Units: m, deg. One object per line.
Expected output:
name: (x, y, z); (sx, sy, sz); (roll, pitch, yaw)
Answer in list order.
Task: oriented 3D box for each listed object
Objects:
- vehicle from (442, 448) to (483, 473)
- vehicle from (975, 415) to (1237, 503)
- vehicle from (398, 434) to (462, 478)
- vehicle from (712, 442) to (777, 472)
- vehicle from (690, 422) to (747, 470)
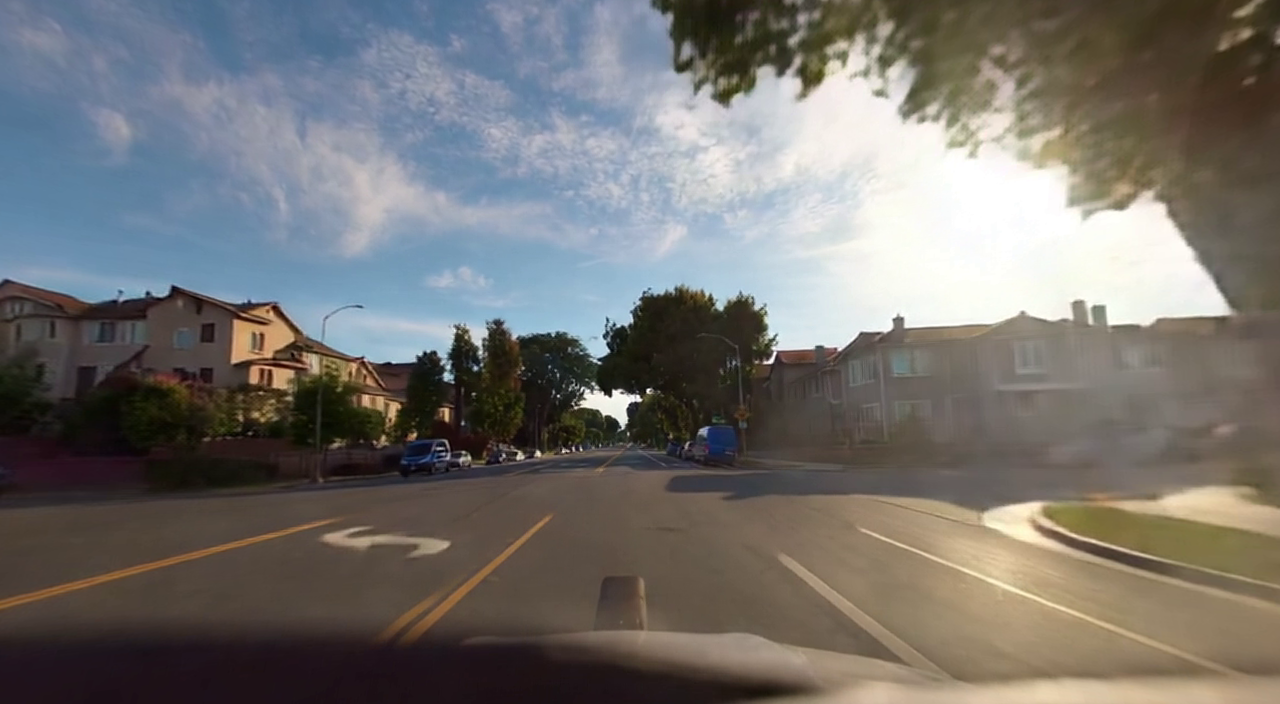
vehicle: (-12.644, 7.704, 45.213); (1.892, 1.472, 4.523); (-2, -7, -3)
vehicle: (12.067, 2.710, 16.491); (5.666, 1.871, 2.216); (0, -8, -14)
vehicle: (-12.835, 6.339, 39.009); (2.164, 2.386, 5.460); (-2, -7, -1)
vehicle: (5.409, 5.470, 33.179); (1.848, 1.468, 4.332); (2, -9, -12)
vehicle: (4.671, 5.743, 38.686); (2.414, 2.670, 5.833); (1, -8, -3)
